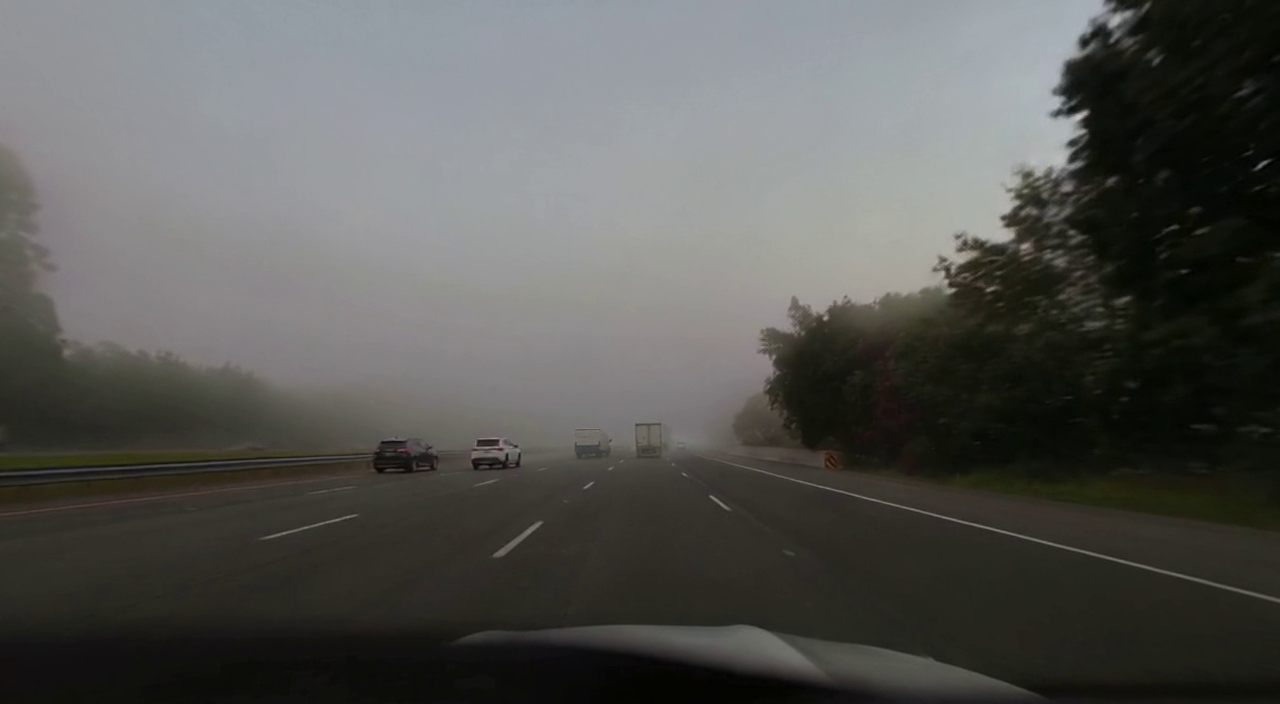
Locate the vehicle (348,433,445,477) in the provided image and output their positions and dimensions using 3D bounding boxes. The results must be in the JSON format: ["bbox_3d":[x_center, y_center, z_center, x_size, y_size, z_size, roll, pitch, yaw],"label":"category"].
[{"bbox_3d":[-10.607,4.546,28.106,2.080,1.777,5.450,0,-9,1],"label":"vehicle"}]

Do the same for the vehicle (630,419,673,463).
[{"bbox_3d":[0.814,6.302,44.464,2.768,2.854,6.757,0,-9,1],"label":"vehicle"}]

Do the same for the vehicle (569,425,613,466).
[{"bbox_3d":[-3.177,6.238,42.191,2.328,2.519,5.238,0,-9,3],"label":"vehicle"}]

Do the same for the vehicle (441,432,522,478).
[{"bbox_3d":[-6.814,4.487,27.780,2.206,1.838,4.889,0,-9,1],"label":"vehicle"}]
